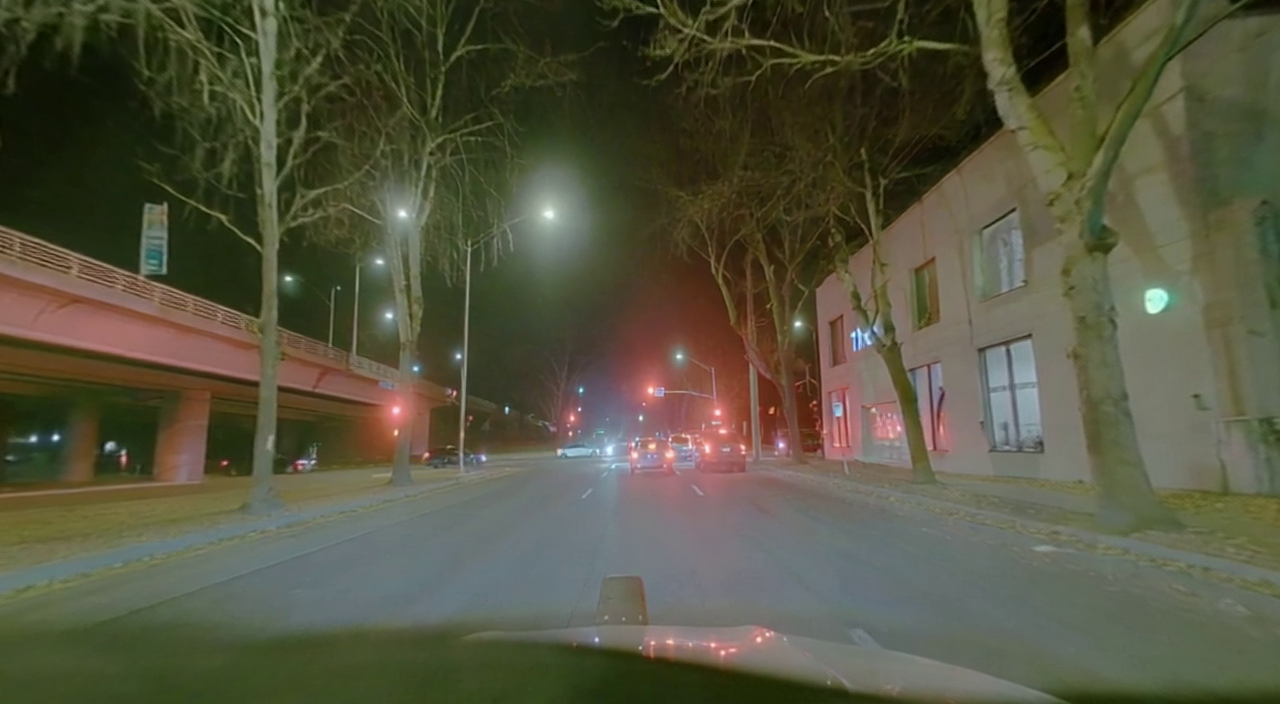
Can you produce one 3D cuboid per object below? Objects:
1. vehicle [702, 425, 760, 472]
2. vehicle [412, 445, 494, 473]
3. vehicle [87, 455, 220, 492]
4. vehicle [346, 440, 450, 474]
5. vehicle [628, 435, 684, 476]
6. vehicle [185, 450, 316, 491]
[{"bbox_3d":[4.196,4.533,29.769,2.080,1.999,4.379,0,-8,0],"label":"vehicle"},{"bbox_3d":[-11.027,6.310,37.394,1.860,1.543,4.302,-7,-11,38],"label":"vehicle"},{"bbox_3d":[-21.889,5.433,28.554,1.873,1.462,4.283,-5,-10,29],"label":"vehicle"},{"bbox_3d":[-14.826,6.420,38.984,2.322,1.916,5.640,-6,-10,33],"label":"vehicle"},{"bbox_3d":[0.604,4.159,25.576,2.101,1.467,4.210,0,-8,0],"label":"vehicle"},{"bbox_3d":[-17.277,5.238,28.226,1.832,1.611,4.546,-5,-10,30],"label":"vehicle"}]
